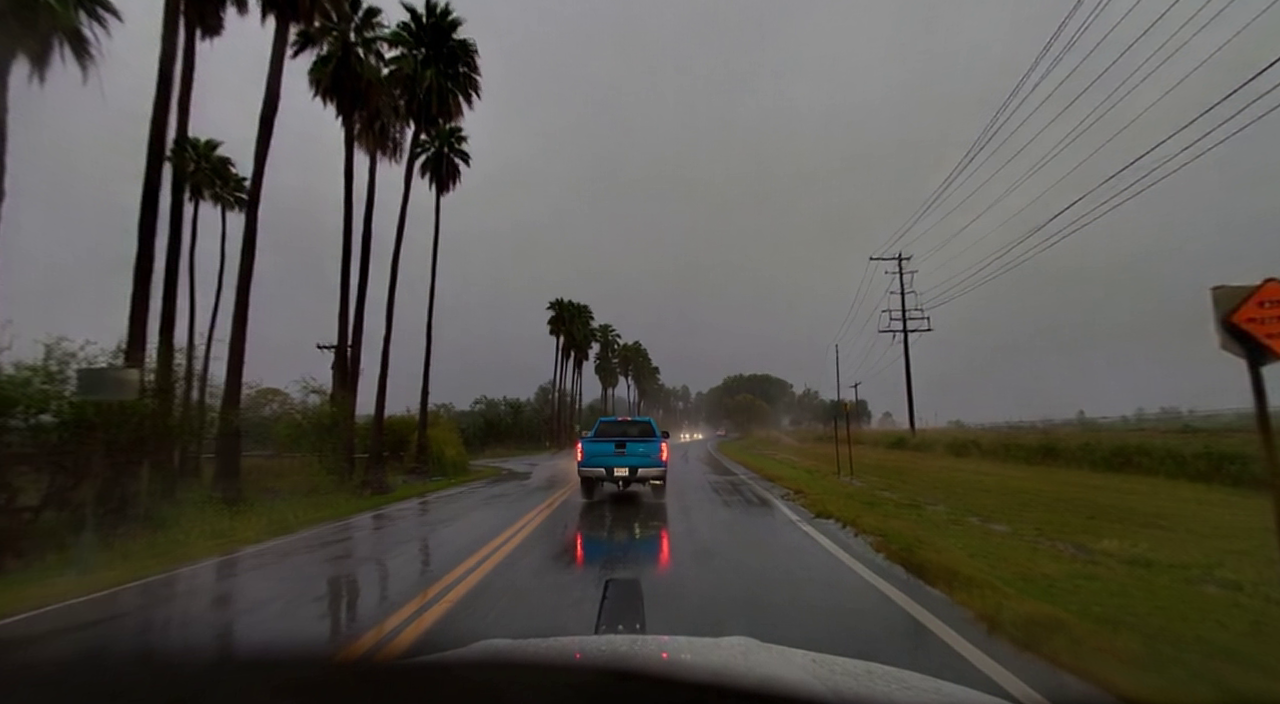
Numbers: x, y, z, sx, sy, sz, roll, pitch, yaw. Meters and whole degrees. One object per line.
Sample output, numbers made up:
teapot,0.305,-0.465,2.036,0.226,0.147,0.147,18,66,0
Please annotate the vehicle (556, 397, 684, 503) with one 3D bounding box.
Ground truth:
vehicle,-0.470,2.495,16.386,2.693,2.223,5.885,0,-8,-1
